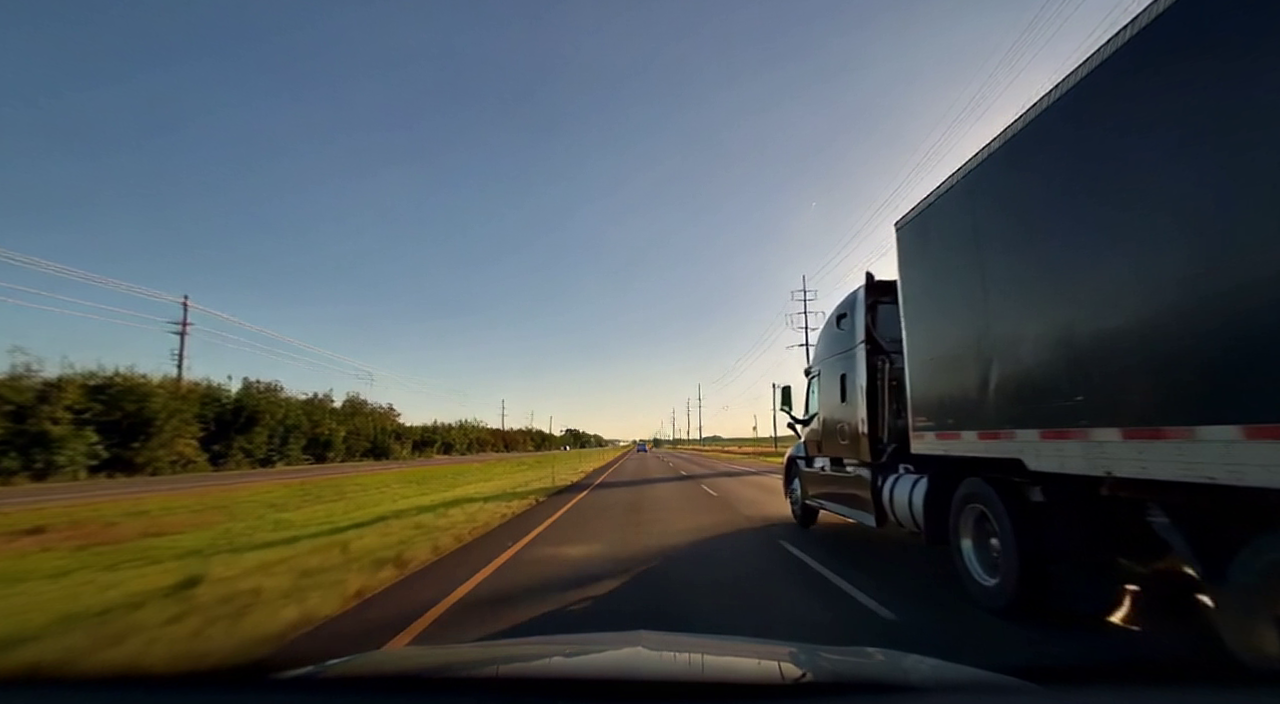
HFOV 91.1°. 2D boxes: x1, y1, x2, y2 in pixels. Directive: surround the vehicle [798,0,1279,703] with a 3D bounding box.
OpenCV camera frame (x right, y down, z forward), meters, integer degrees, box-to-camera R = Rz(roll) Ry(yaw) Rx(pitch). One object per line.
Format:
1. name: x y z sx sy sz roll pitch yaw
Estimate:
1. vehicle: 4.015 0.206 5.354 3.031 3.879 8.478 0 -8 0
